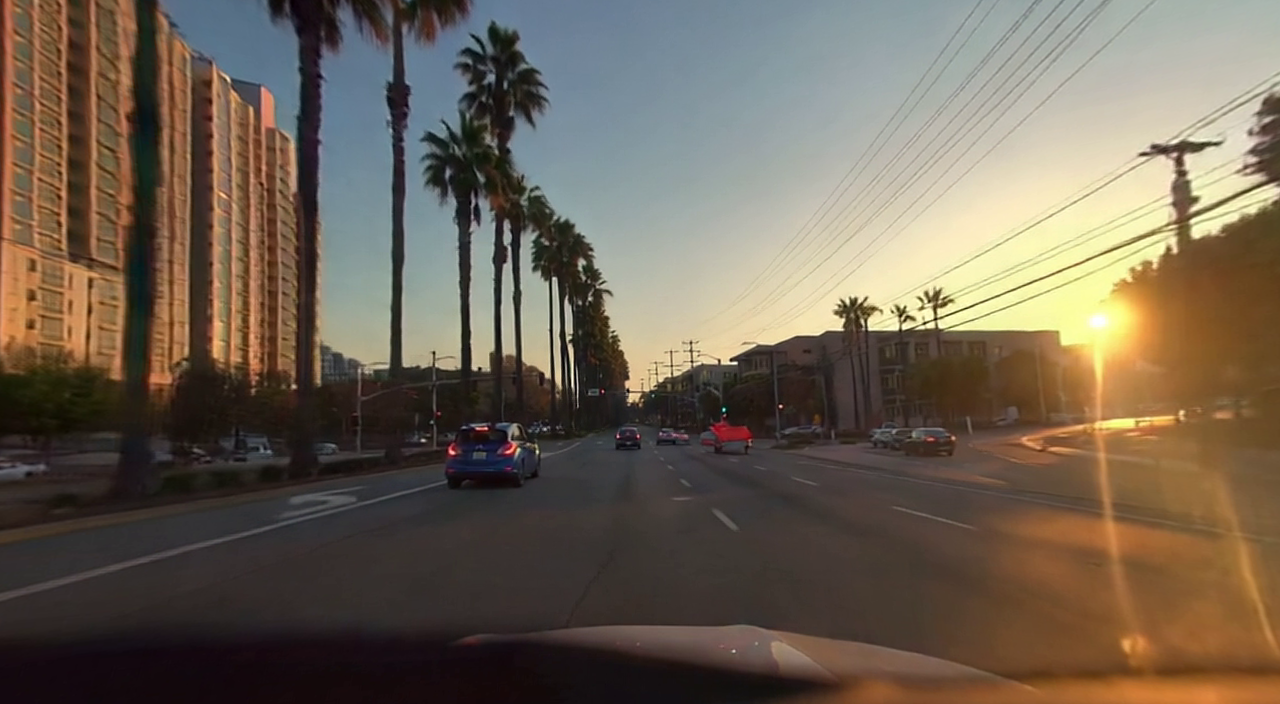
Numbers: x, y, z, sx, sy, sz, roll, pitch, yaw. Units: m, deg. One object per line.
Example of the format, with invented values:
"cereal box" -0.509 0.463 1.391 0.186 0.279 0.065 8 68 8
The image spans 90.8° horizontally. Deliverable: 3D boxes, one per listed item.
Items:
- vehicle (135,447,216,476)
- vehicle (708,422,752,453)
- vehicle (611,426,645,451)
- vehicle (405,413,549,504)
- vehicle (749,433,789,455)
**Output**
"vehicle" -28.583 6.711 39.078 1.918 1.635 4.532 1 -8 -7
"vehicle" 6.074 5.864 43.211 2.130 1.979 5.310 0 -8 -1
"vehicle" -0.906 6.153 44.717 2.302 1.681 4.217 0 -8 -2
"vehicle" -3.501 2.409 14.611 2.136 1.779 4.417 0 -8 0
"vehicle" 8.780 6.306 43.307 1.897 1.390 4.391 0 -8 1
